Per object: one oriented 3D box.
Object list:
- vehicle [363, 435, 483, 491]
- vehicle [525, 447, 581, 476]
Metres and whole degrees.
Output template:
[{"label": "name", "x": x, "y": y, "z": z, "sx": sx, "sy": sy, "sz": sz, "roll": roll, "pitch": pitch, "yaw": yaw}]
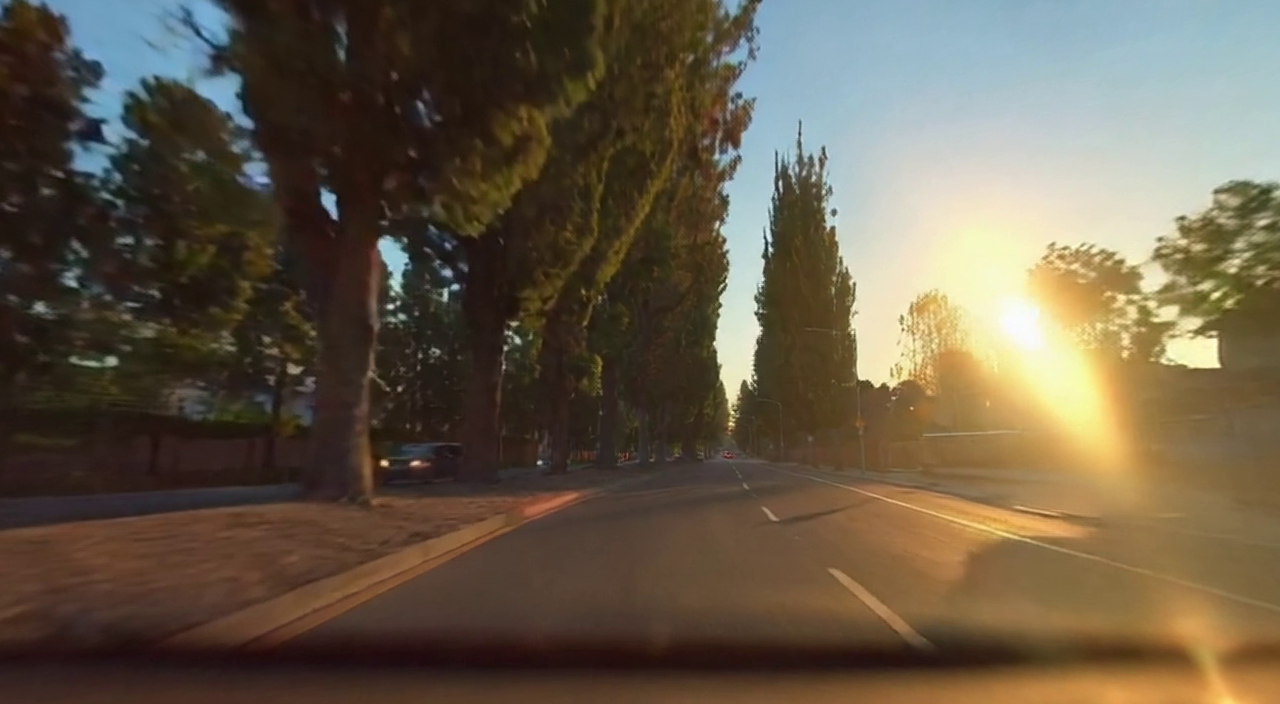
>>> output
[{"label": "vehicle", "x": -7.755, "y": 4.017, "z": 23.208, "sx": 2.276, "sy": 1.805, "sz": 4.984, "roll": -2, "pitch": -9, "yaw": 5}, {"label": "vehicle", "x": -5.435, "y": 6.911, "z": 40.000, "sx": 2.261, "sy": 1.655, "sz": 4.613, "roll": -2, "pitch": -9, "yaw": 9}]
